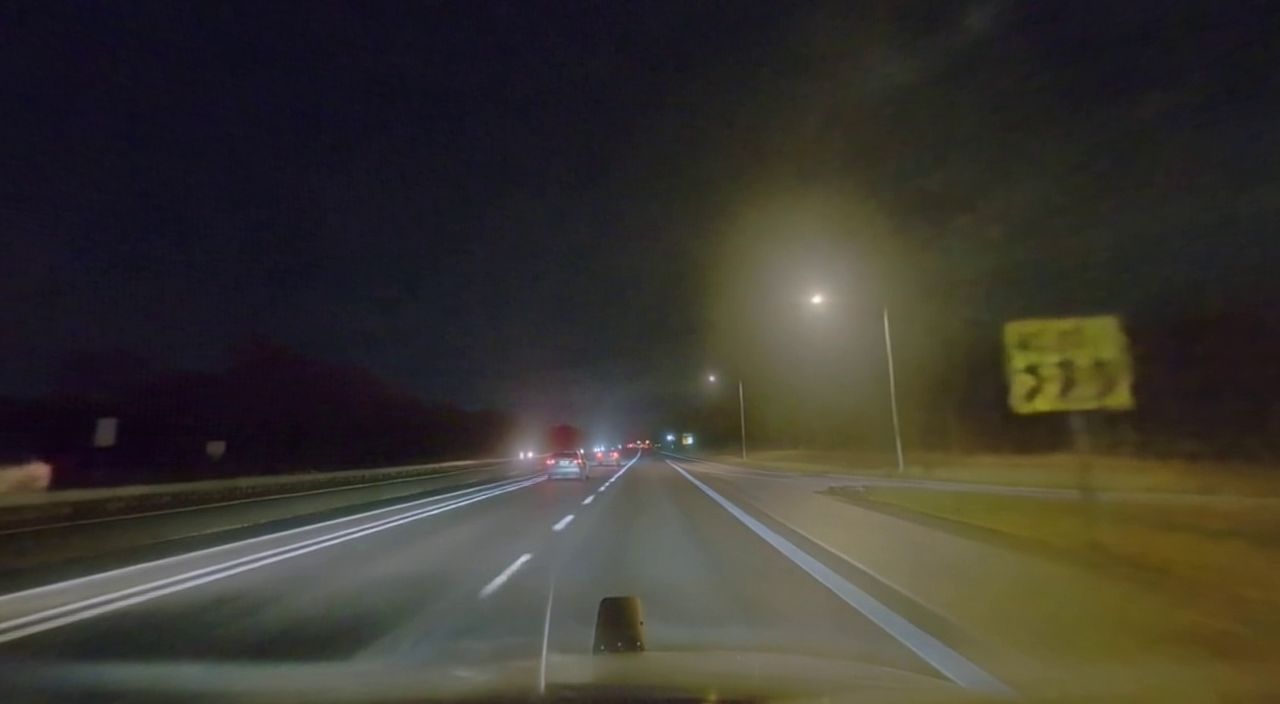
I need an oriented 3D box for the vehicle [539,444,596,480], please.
[{"bbox_3d":[-3.313,5.165,29.789,2.044,1.527,4.607,0,-9,1],"label":"vehicle"}]
